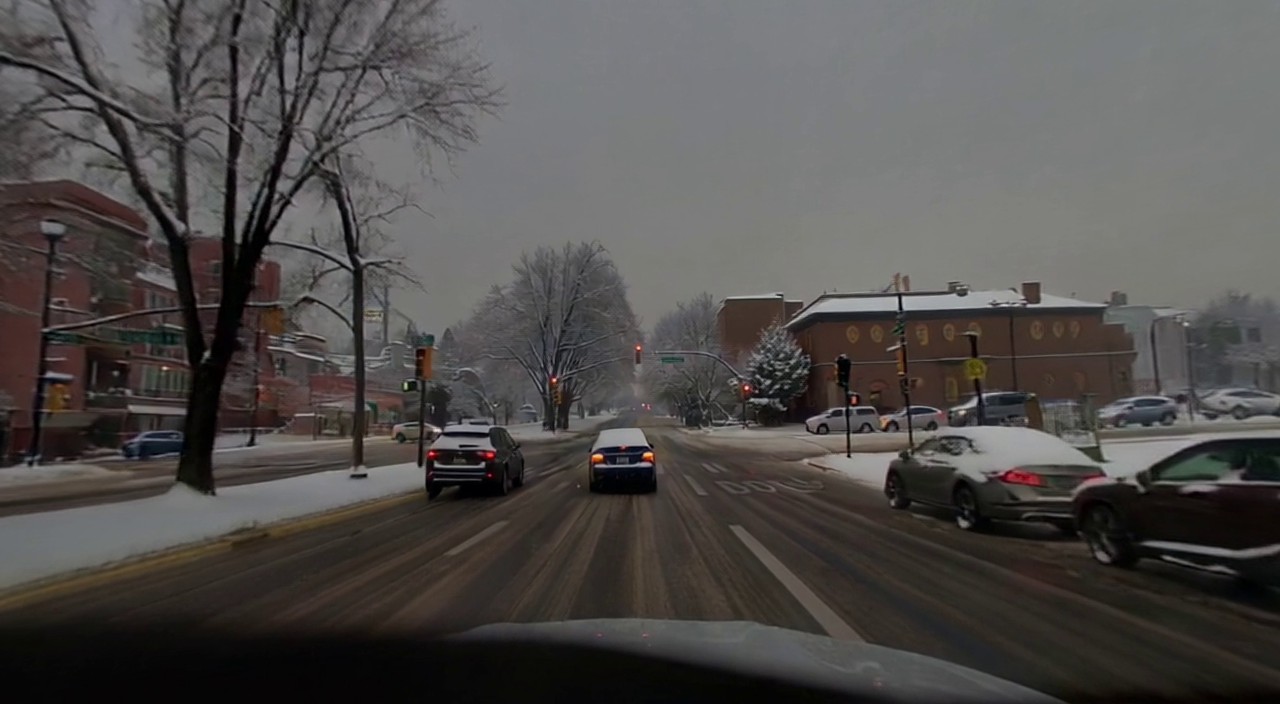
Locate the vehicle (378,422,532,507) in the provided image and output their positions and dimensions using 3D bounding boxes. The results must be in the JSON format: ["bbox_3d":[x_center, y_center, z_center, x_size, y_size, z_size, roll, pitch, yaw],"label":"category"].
[{"bbox_3d":[-3.704,2.352,13.608,1.934,1.522,4.464,0,-8,1],"label":"vehicle"}]

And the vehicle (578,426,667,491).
[{"bbox_3d":[-0.425,2.801,16.865,2.082,1.520,3.896,0,-8,0],"label":"vehicle"}]

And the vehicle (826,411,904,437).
[{"bbox_3d":[15.257,4.923,42.862,4.775,1.604,1.915,3,-9,-20],"label":"vehicle"}]

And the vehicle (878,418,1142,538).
[{"bbox_3d":[6.228,2.155,11.450,1.904,1.705,4.510,0,-8,-2],"label":"vehicle"}]

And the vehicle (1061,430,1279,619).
[{"bbox_3d":[6.148,1.471,5.648,1.959,1.513,4.104,0,-8,1],"label":"vehicle"}]

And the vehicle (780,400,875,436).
[{"bbox_3d":[13.839,4.939,46.747,6.541,2.480,2.259,3,-9,-19],"label":"vehicle"}]

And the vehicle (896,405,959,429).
[{"bbox_3d":[21.356,4.878,46.816,5.017,1.542,2.055,6,-11,-38],"label":"vehicle"}]

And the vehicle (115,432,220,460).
[{"bbox_3d":[-26.464,5.275,35.465,4.453,1.471,1.921,-1,-8,4],"label":"vehicle"}]

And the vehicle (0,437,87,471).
[{"bbox_3d":[-34.862,5.820,36.165,4.698,1.833,1.887,-1,-8,3],"label":"vehicle"}]
